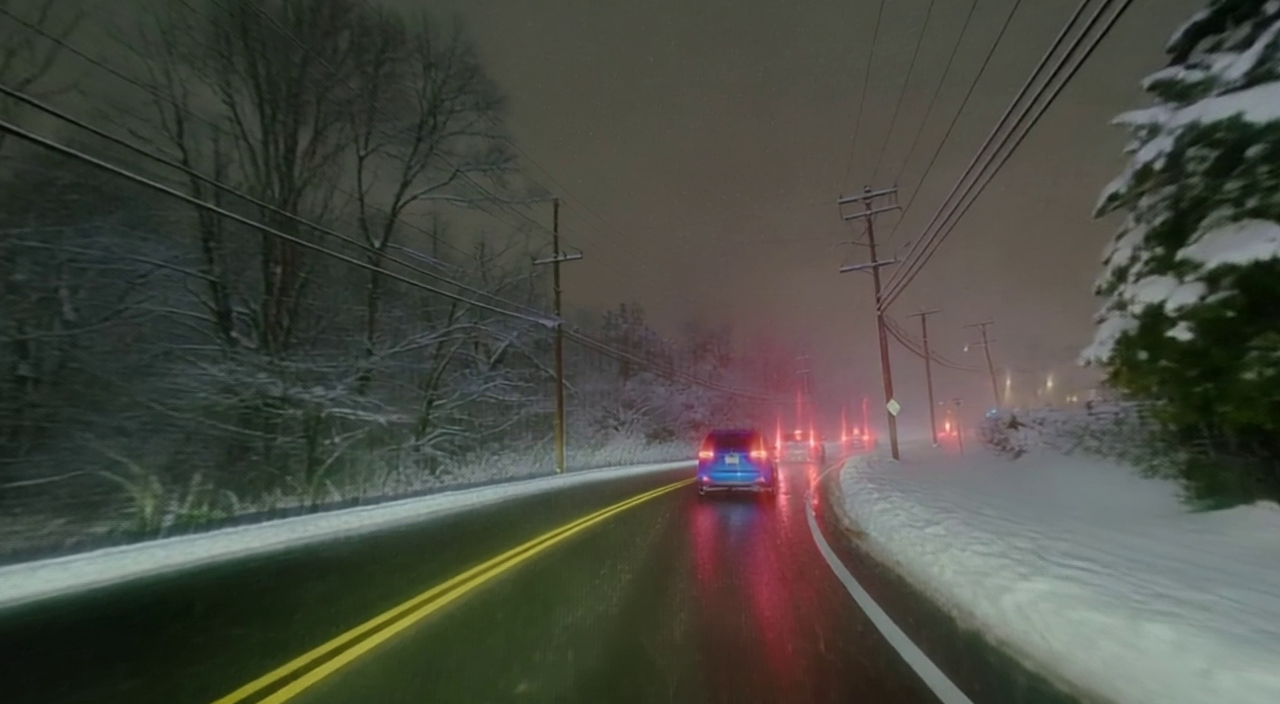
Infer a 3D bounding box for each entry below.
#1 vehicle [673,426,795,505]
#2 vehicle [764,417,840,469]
[{"bbox_3d":[2.375,2.609,14.922,2.157,1.565,4.243,-3,-9,18],"label":"vehicle"},{"bbox_3d":[7.703,4.282,29.440,2.376,2.145,5.953,-4,-9,24],"label":"vehicle"}]
